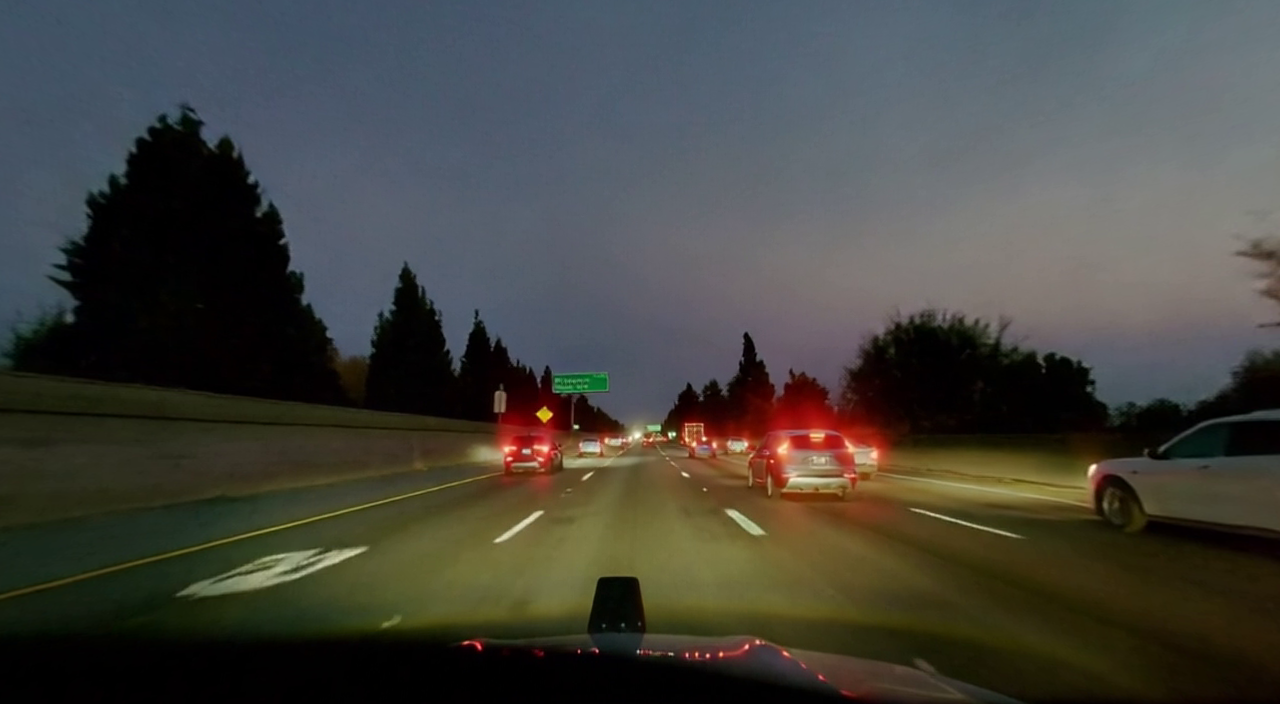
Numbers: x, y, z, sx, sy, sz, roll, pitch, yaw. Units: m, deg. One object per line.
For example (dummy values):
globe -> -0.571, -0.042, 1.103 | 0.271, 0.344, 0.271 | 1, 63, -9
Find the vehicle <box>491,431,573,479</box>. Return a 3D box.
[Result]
vehicle -> -3.594, 3.519, 21.750 | 1.978, 1.473, 4.073 | 0, -8, 2

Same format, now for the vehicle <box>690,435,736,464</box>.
vehicle -> 3.892, 5.252, 34.146 | 1.953, 1.480, 4.053 | 0, -8, -1

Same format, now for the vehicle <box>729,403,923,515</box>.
vehicle -> 3.643, 2.265, 13.831 | 2.517, 1.935, 5.552 | 0, -8, 0

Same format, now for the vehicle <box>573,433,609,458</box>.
vehicle -> -3.352, 6.475, 43.841 | 2.020, 1.628, 4.248 | 0, -8, 1

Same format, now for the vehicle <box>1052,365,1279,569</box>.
vehicle -> 7.407, 1.202, 6.669 | 2.291, 1.968, 5.662 | 0, -8, 0
